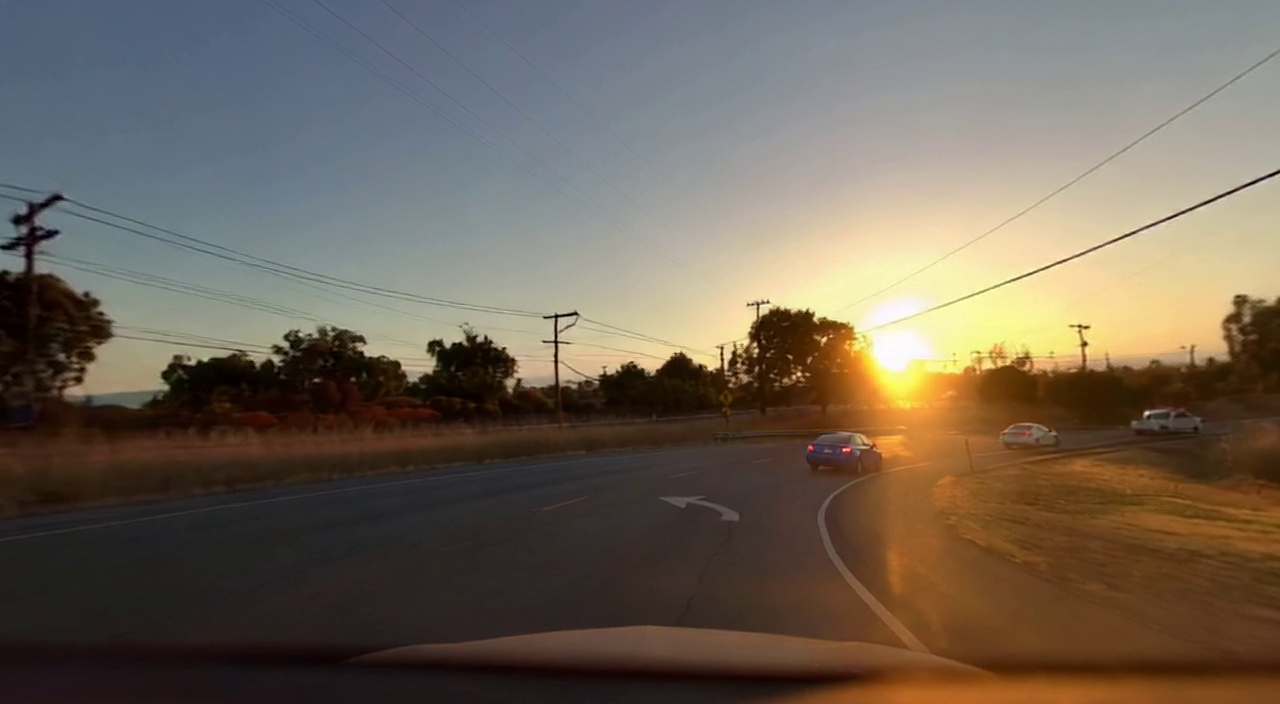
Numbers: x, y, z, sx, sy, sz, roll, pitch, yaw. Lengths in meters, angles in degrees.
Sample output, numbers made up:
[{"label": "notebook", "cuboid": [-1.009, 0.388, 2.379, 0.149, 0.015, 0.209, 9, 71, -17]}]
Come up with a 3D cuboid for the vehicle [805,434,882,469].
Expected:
[{"label": "vehicle", "cuboid": [9.023, 4.351, 27.736, 2.026, 1.407, 4.374, -6, -10, 33]}]

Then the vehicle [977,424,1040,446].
[{"label": "vehicle", "cuboid": [25.706, 5.835, 43.985, 4.307, 1.465, 1.836, 5, -10, -30]}]
